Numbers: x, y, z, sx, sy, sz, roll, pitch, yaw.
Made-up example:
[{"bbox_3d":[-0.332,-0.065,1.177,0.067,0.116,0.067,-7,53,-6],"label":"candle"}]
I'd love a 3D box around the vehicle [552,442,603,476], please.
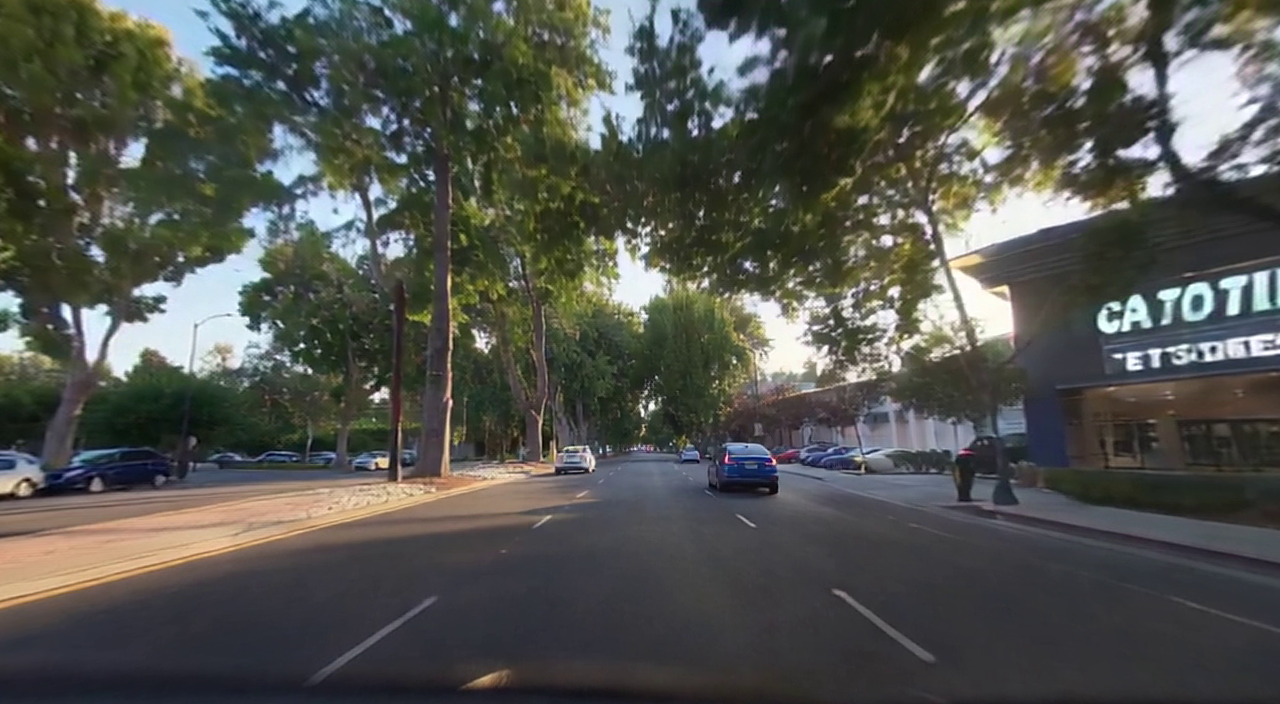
[{"bbox_3d":[-3.145,5.487,32.606,2.113,1.626,4.129,-1,-9,2],"label":"vehicle"}]

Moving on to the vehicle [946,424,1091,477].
[{"bbox_3d":[16.761,4.433,28.426,2.160,2.093,5.795,1,-9,-10],"label":"vehicle"}]

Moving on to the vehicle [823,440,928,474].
[{"bbox_3d":[13.868,6.217,37.370,5.342,1.867,2.147,0,-8,-6],"label":"vehicle"}]

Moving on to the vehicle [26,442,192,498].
[{"bbox_3d":[-22.292,4.929,26.882,2.255,2.117,5.319,-1,-9,3],"label":"vehicle"}]

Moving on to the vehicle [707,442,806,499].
[{"bbox_3d":[3.282,3.442,18.720,2.083,1.474,4.360,0,-9,-1],"label":"vehicle"}]
